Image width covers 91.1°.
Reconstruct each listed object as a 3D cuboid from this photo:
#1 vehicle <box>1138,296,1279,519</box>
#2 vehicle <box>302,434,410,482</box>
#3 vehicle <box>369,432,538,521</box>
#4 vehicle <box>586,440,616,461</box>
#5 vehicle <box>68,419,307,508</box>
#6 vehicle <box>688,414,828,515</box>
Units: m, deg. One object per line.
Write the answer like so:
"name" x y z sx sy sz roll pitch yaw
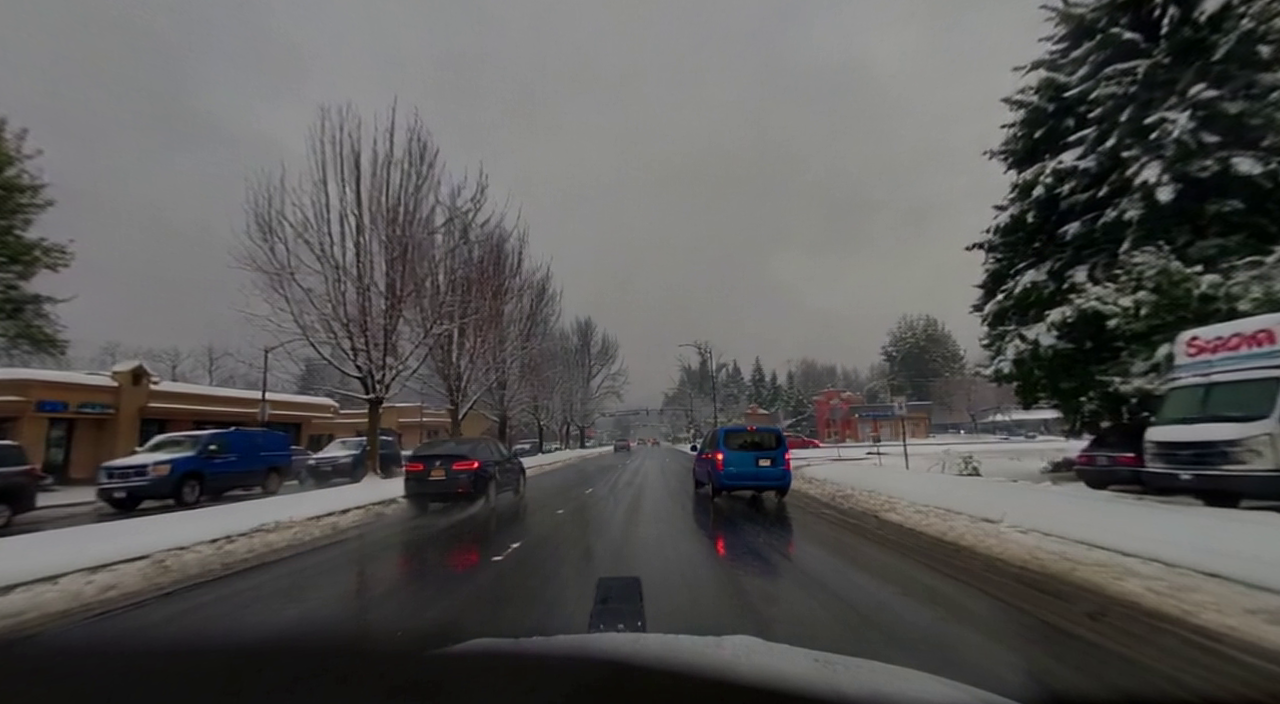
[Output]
"vehicle" 13.161 0.975 10.425 7.188 3.303 2.772 0 -8 0
"vehicle" -11.694 4.383 26.334 2.117 1.787 4.917 0 -8 1
"vehicle" -3.519 2.432 12.828 1.966 1.481 4.385 0 -8 2
"vehicle" -2.800 7.200 45.868 1.840 1.442 4.050 0 -8 1
"vehicle" -11.856 2.963 17.193 2.359 2.018 5.504 0 -8 1
"vehicle" 2.255 2.328 13.408 2.293 1.779 4.457 0 -8 2
